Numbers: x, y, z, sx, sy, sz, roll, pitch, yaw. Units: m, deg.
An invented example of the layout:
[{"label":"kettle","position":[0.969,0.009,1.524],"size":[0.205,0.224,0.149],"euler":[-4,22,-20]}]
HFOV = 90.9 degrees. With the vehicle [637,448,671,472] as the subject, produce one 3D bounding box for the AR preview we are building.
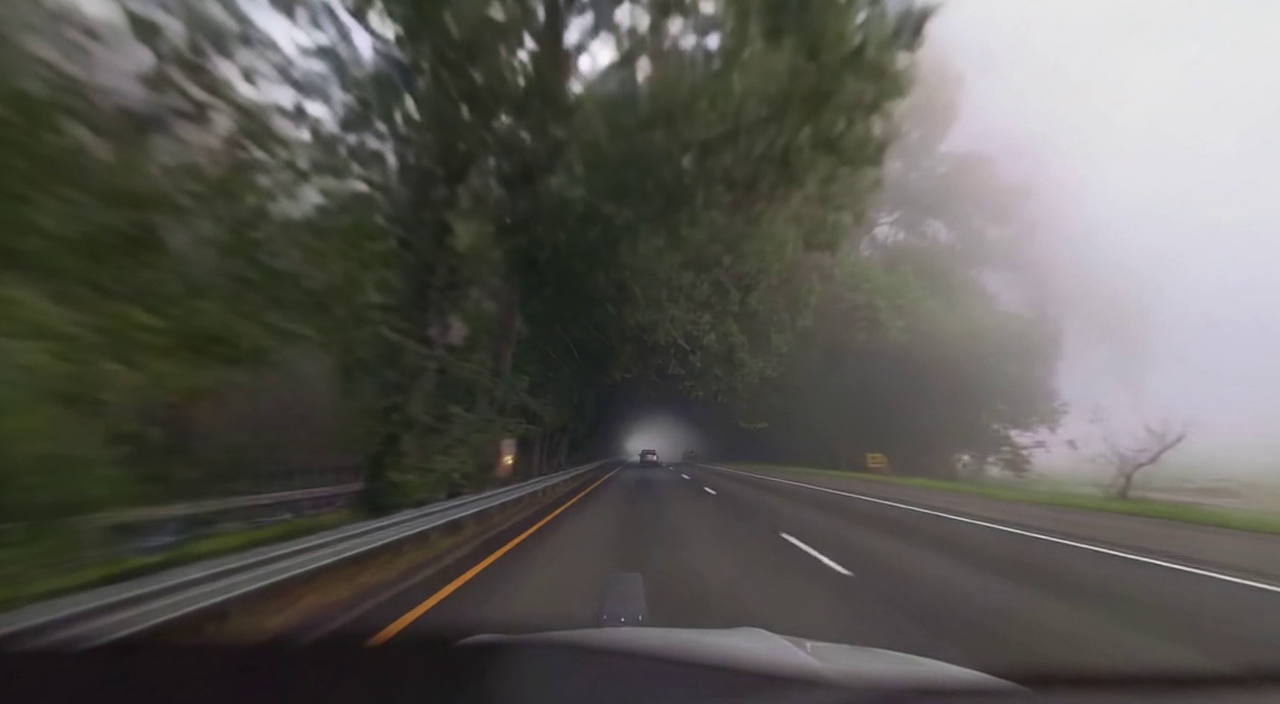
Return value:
[{"label":"vehicle","position":[0.908,7.311,42.888],"size":[2.162,1.492,3.975],"euler":[0,-9,-1]}]
